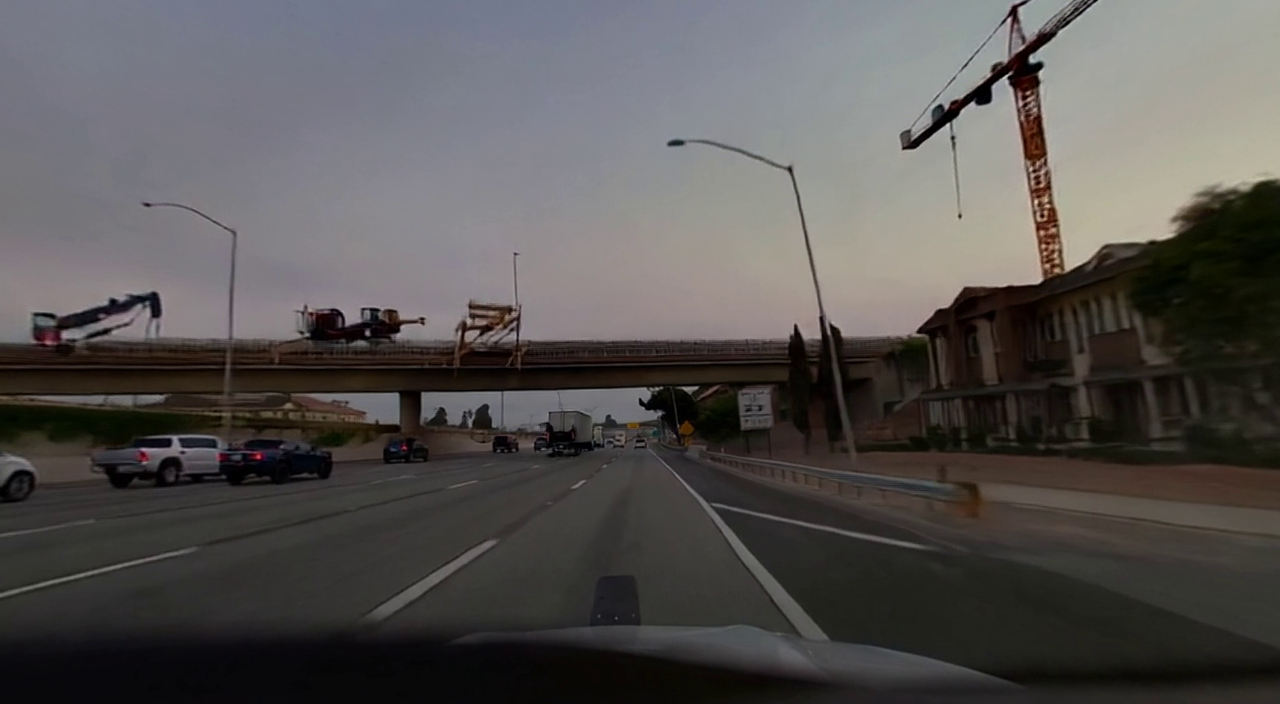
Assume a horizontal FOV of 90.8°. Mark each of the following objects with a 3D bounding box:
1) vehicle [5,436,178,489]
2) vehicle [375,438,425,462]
[{"bbox_3d":[-18.168,3.665,21.269,1.866,1.609,4.315,0,-9,0],"label":"vehicle"},{"bbox_3d":[-18.030,7.380,47.695,1.932,1.752,4.541,0,-9,1],"label":"vehicle"}]
